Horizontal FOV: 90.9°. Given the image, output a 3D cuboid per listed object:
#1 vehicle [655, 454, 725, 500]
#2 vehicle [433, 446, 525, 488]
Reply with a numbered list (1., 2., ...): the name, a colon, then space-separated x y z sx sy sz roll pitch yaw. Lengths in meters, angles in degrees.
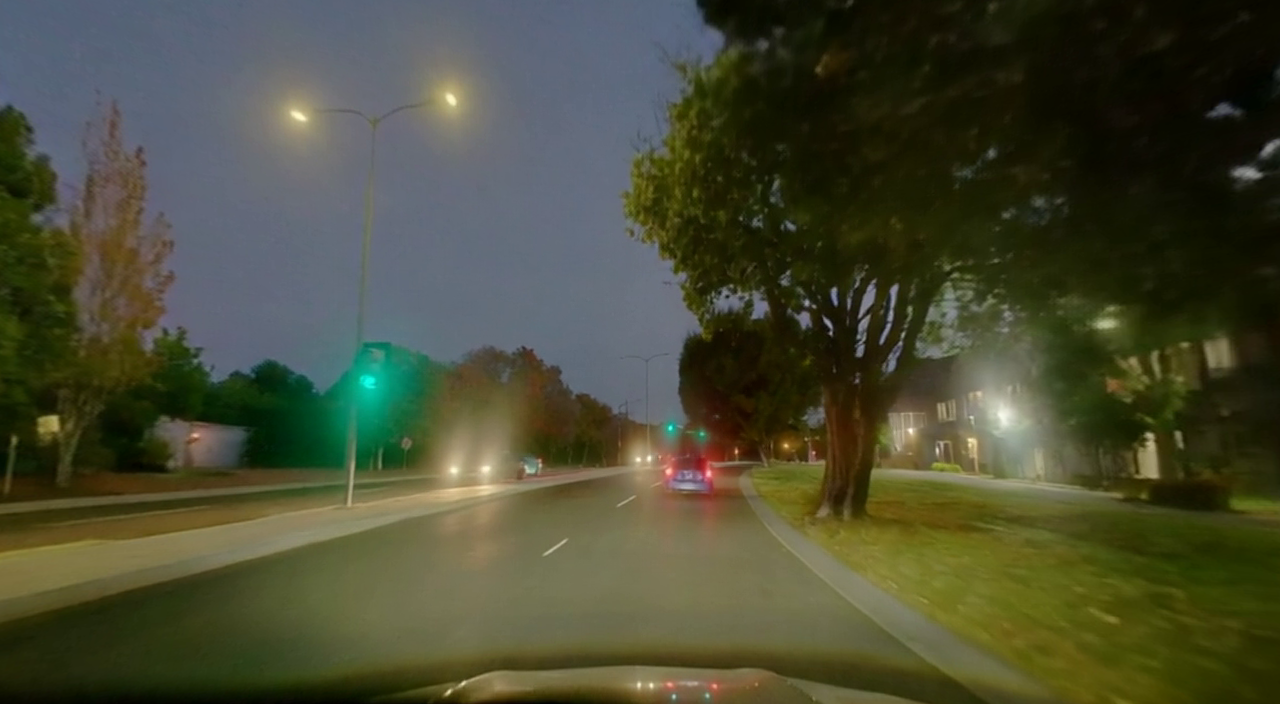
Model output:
1. vehicle: 1.804 4.062 20.850 1.972 1.250 5.282 0 -10 8
2. vehicle: -6.291 4.559 25.170 1.870 1.518 4.390 -1 -10 10
